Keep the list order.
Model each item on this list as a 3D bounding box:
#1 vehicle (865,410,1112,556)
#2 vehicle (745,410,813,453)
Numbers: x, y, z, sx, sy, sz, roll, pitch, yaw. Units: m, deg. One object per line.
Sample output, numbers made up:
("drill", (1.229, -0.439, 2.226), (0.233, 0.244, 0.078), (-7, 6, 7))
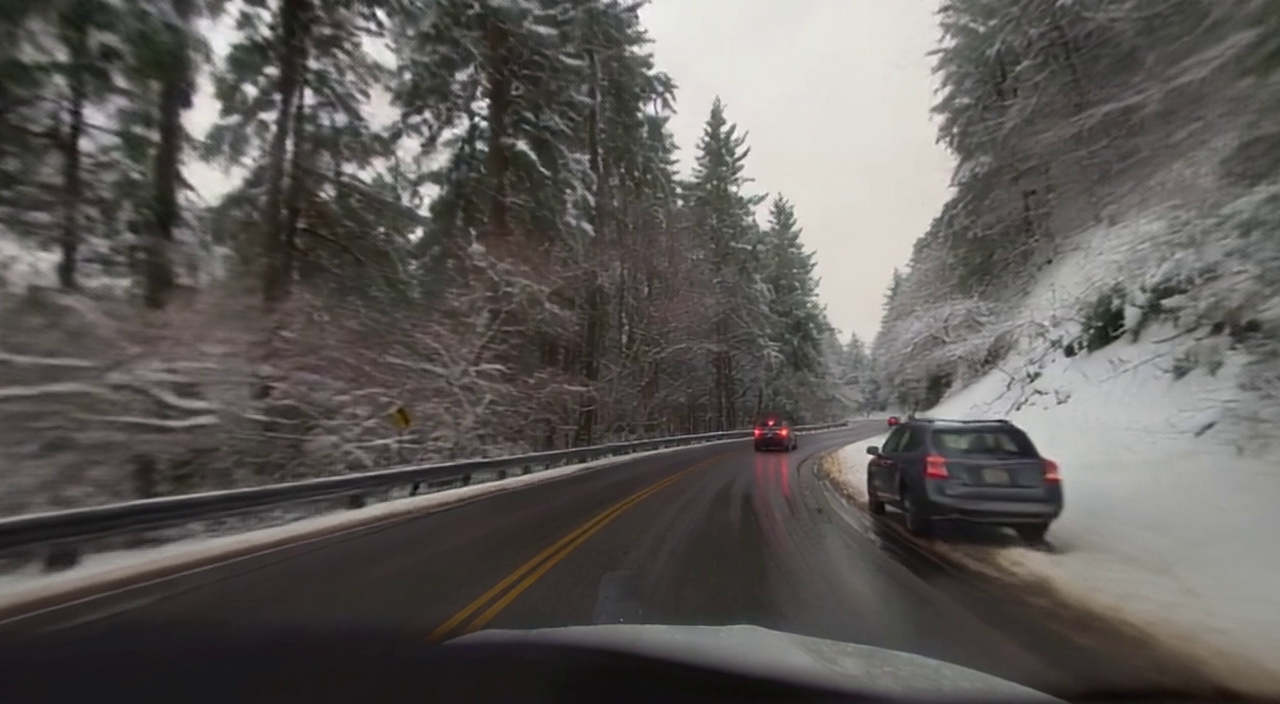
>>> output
("vehicle", (5.163, 1.954, 10.262), (2.172, 1.773, 4.601), (-1, -8, 12))
("vehicle", (7.104, 4.037, 31.772), (2.469, 1.953, 5.605), (-3, -9, 21))
